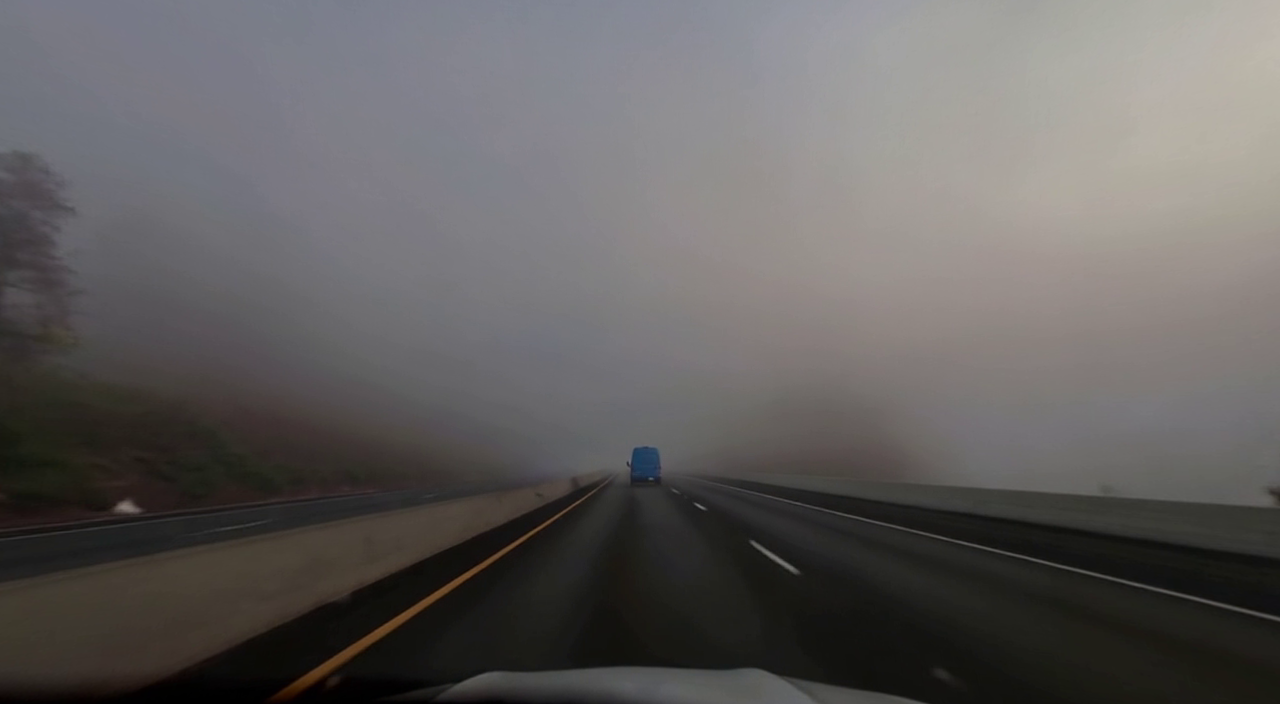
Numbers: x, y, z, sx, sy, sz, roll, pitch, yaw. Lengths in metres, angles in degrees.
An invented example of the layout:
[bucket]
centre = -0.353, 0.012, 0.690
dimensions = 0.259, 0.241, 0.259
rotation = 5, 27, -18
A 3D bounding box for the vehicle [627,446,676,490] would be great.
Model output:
[vehicle]
centre = 0.554, 6.336, 34.343
dimensions = 2.429, 2.167, 4.558
rotation = 1, -11, -2
